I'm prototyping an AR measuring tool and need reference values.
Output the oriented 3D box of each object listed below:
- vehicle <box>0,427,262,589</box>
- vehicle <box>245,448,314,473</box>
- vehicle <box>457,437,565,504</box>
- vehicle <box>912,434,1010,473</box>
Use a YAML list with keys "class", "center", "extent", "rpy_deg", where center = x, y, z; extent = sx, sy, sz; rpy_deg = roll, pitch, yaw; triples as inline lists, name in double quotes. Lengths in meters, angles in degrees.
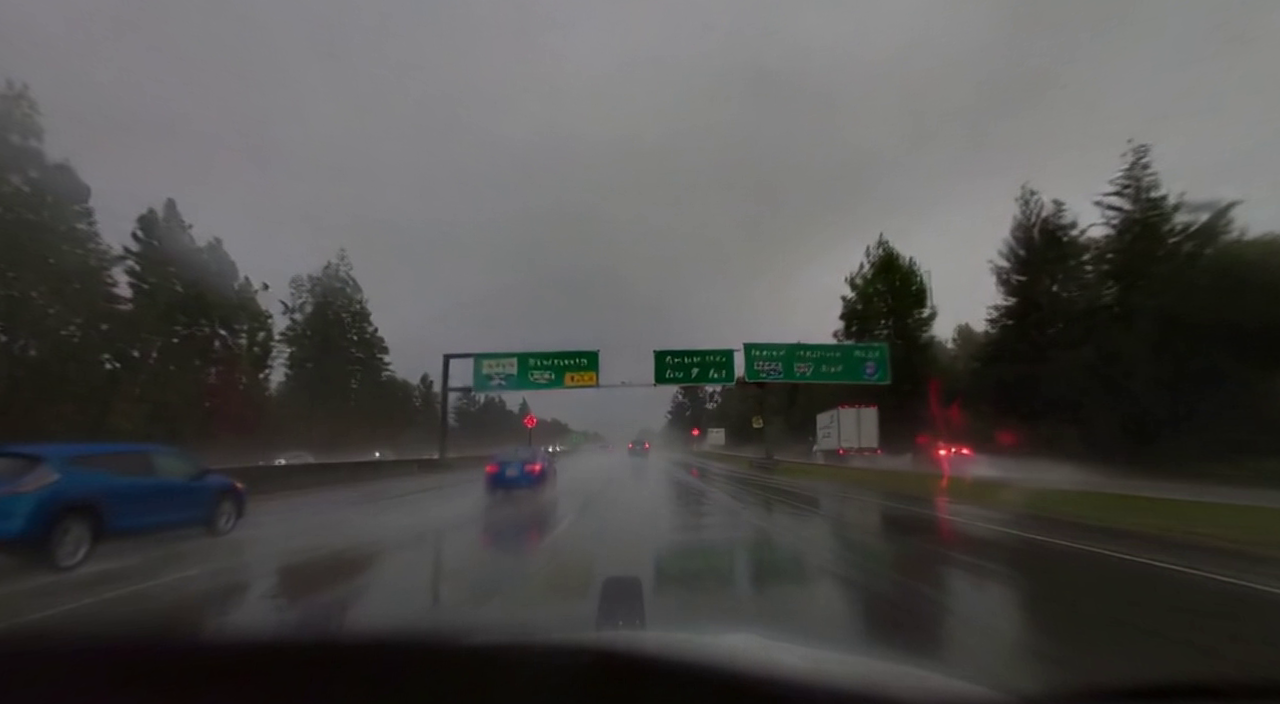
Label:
- class: "vehicle"
  center: [-7.129, 1.771, 7.850]
  extent: [1.955, 1.540, 4.715]
  rpy_deg: [0, -9, -1]
- class: "vehicle"
  center: [-24.841, 7.487, 43.791]
  extent: [1.978, 1.573, 4.700]
  rpy_deg: [0, -9, 0]
- class: "vehicle"
  center: [-3.281, 3.103, 16.963]
  extent: [2.020, 1.554, 4.137]
  rpy_deg: [0, -9, 0]
- class: "vehicle"
  center: [15.143, 4.832, 30.176]
  extent: [2.081, 1.707, 4.756]
  rpy_deg: [0, -9, -1]
